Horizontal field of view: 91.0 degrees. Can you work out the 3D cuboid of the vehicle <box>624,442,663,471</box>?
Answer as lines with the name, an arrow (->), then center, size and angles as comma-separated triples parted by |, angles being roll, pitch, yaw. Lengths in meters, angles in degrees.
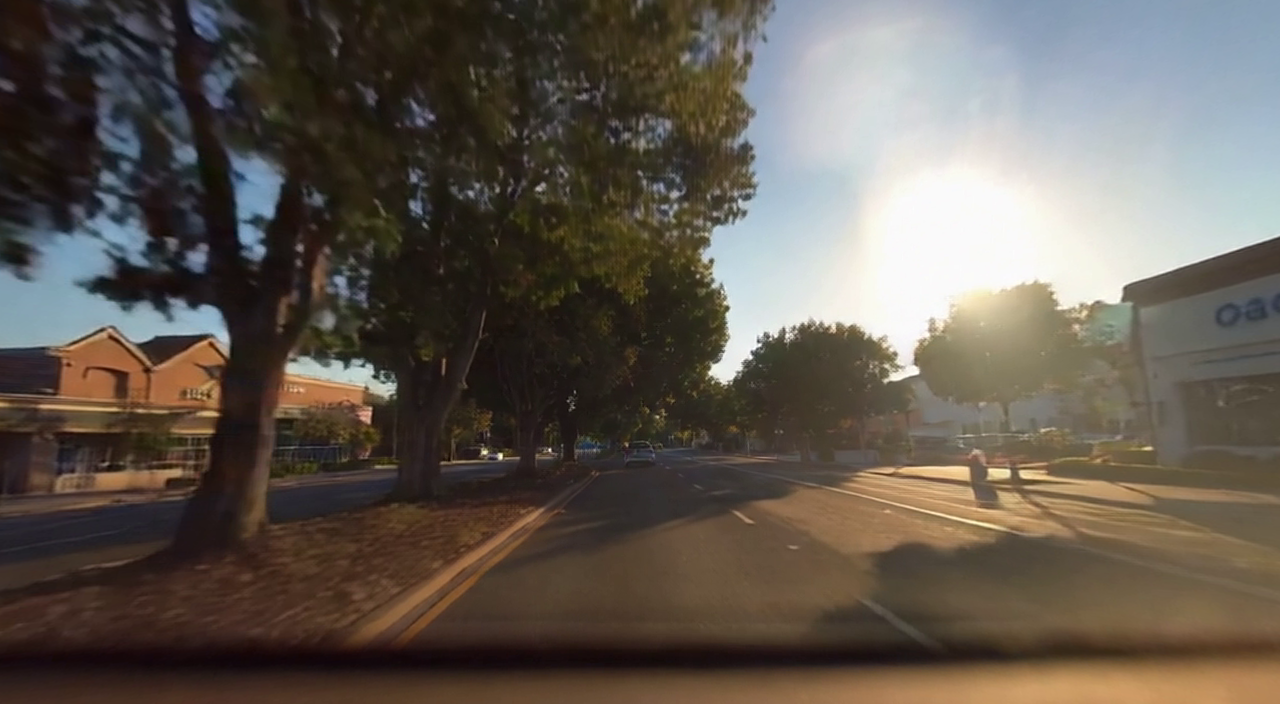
vehicle -> 0.125, 5.592, 33.875 | 1.998, 1.452, 3.773 | 0, -9, -2
